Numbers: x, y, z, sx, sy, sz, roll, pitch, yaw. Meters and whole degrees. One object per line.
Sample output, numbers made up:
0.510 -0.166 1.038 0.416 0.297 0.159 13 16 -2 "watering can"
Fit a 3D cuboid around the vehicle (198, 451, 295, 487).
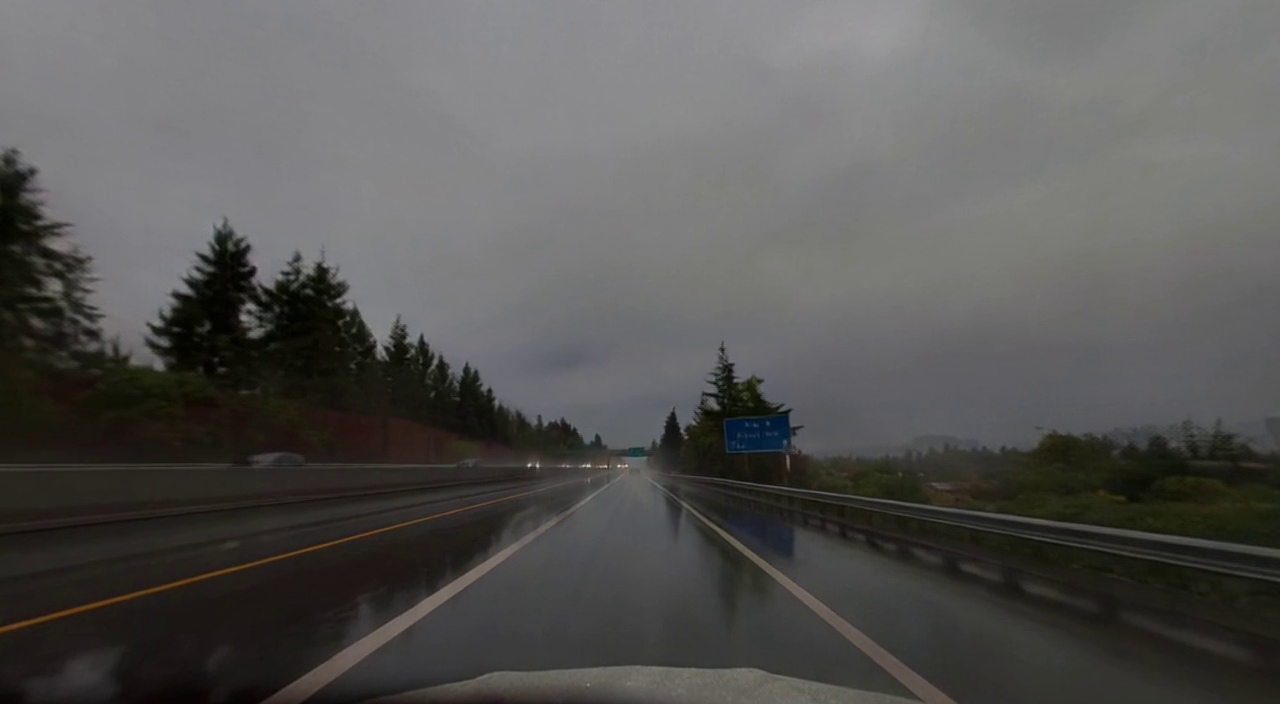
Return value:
-16.917 5.063 27.333 1.740 1.434 3.717 1 -10 0 "vehicle"
